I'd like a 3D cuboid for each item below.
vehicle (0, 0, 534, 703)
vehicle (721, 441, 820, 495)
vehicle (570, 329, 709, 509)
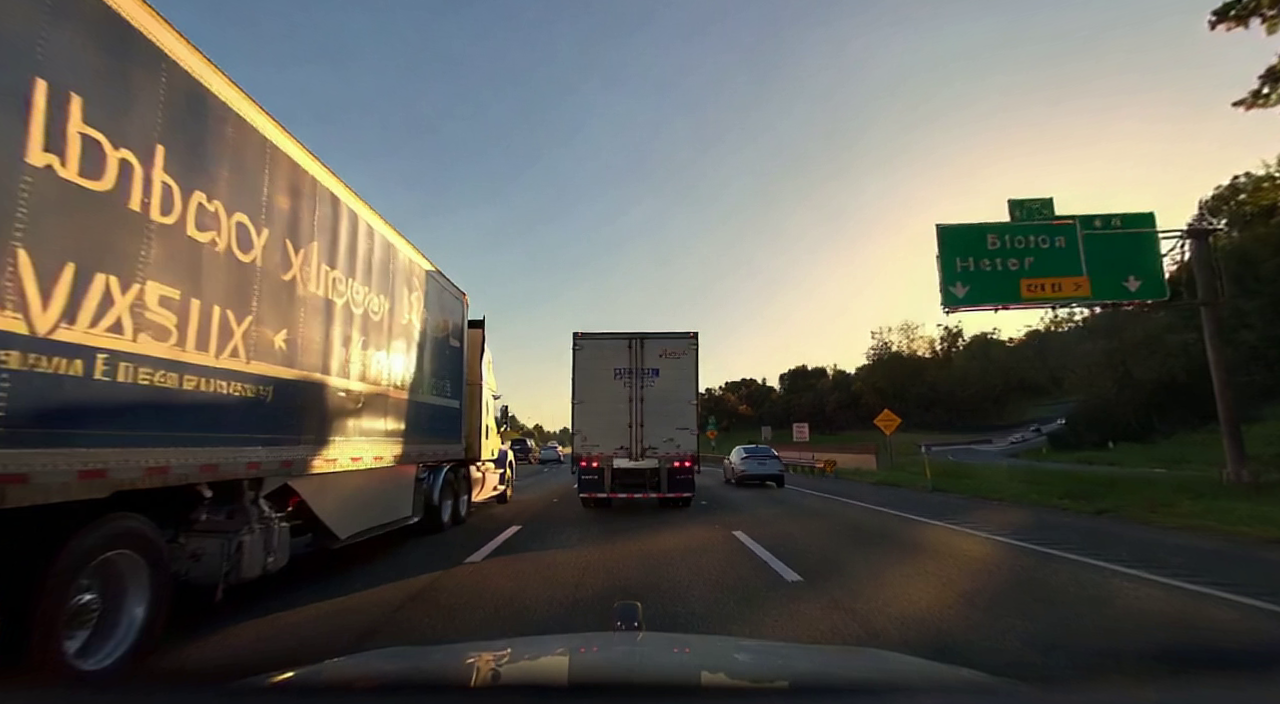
[{"bbox_3d":[-4.098,0.416,7.461,2.873,4.107,15.970,0,-8,0],"label":"vehicle"},{"bbox_3d":[3.856,3.507,19.552,2.010,1.446,4.579,0,-9,-1],"label":"vehicle"},{"bbox_3d":[-0.094,2.119,18.367,2.910,3.828,9.805,0,-9,-1],"label":"vehicle"}]
